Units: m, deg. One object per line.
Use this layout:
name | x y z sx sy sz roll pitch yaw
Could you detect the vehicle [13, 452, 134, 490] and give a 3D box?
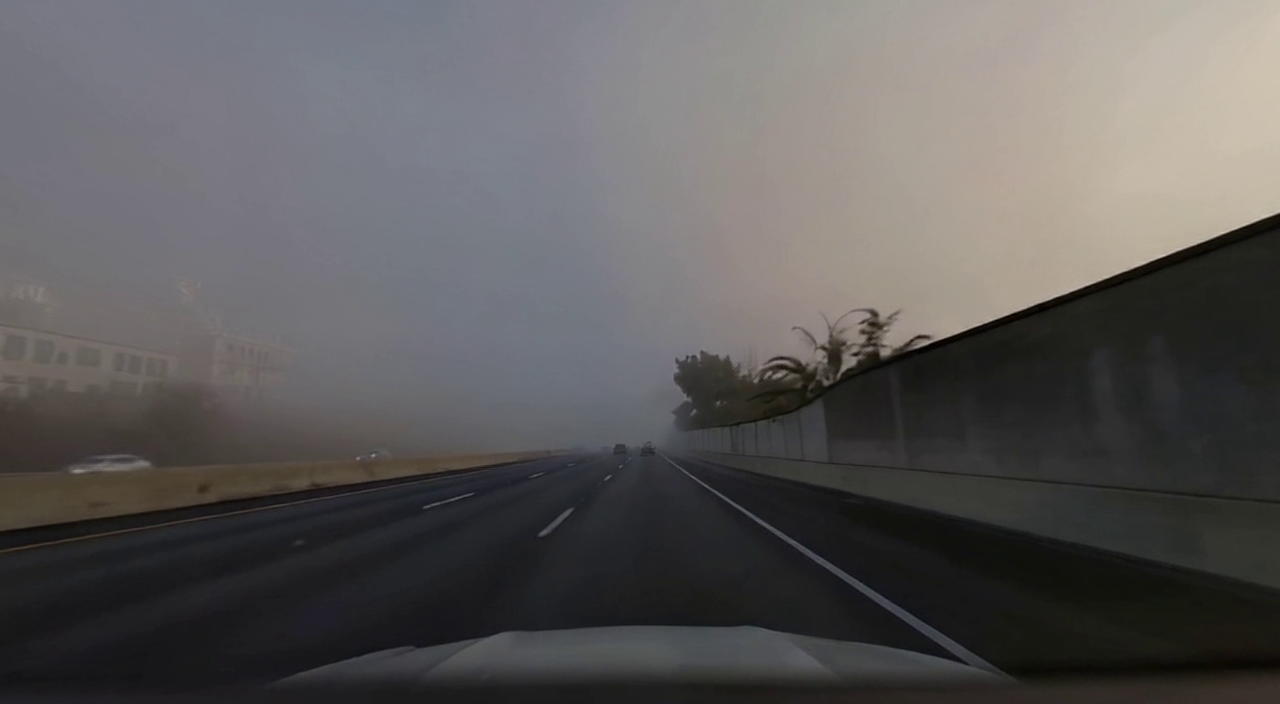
vehicle | -28.547 5.978 32.011 1.941 1.688 4.481 0 -8 1
